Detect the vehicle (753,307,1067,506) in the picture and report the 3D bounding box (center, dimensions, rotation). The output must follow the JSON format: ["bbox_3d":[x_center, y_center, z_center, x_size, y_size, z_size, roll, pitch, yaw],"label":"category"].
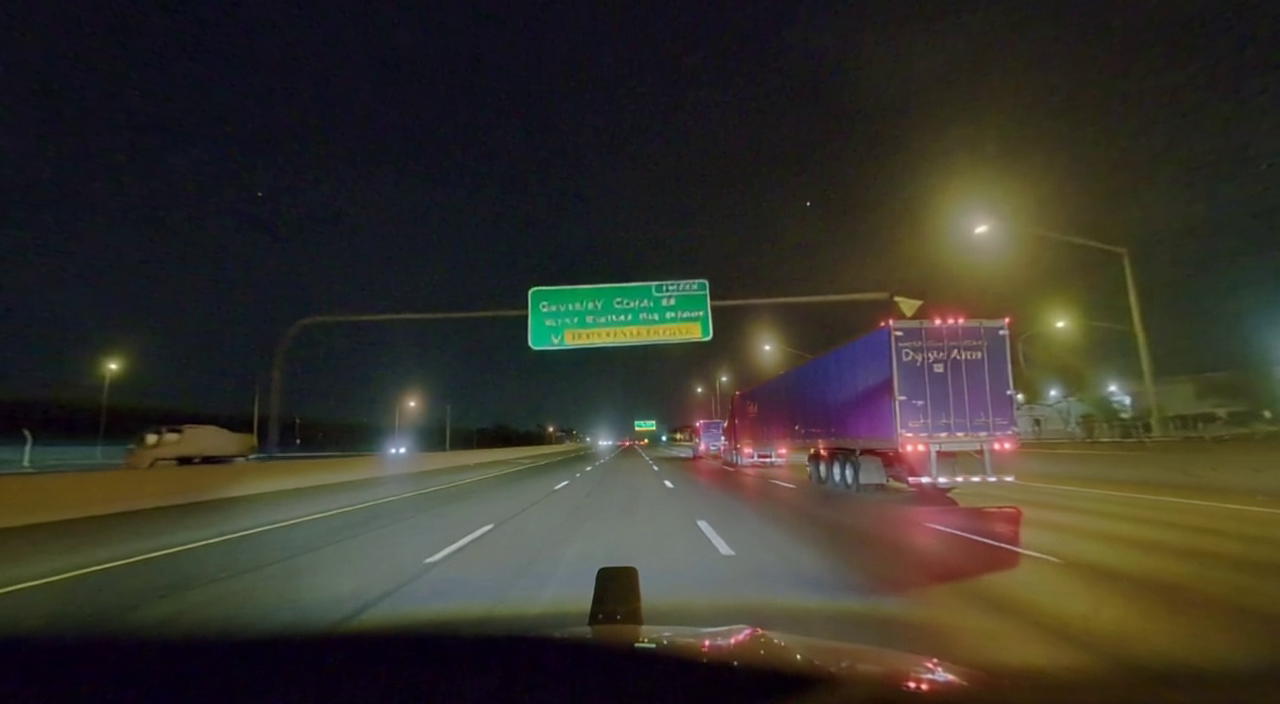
[{"bbox_3d":[6.756,2.207,20.613,2.962,3.947,16.241,0,-8,-1],"label":"vehicle"}]
